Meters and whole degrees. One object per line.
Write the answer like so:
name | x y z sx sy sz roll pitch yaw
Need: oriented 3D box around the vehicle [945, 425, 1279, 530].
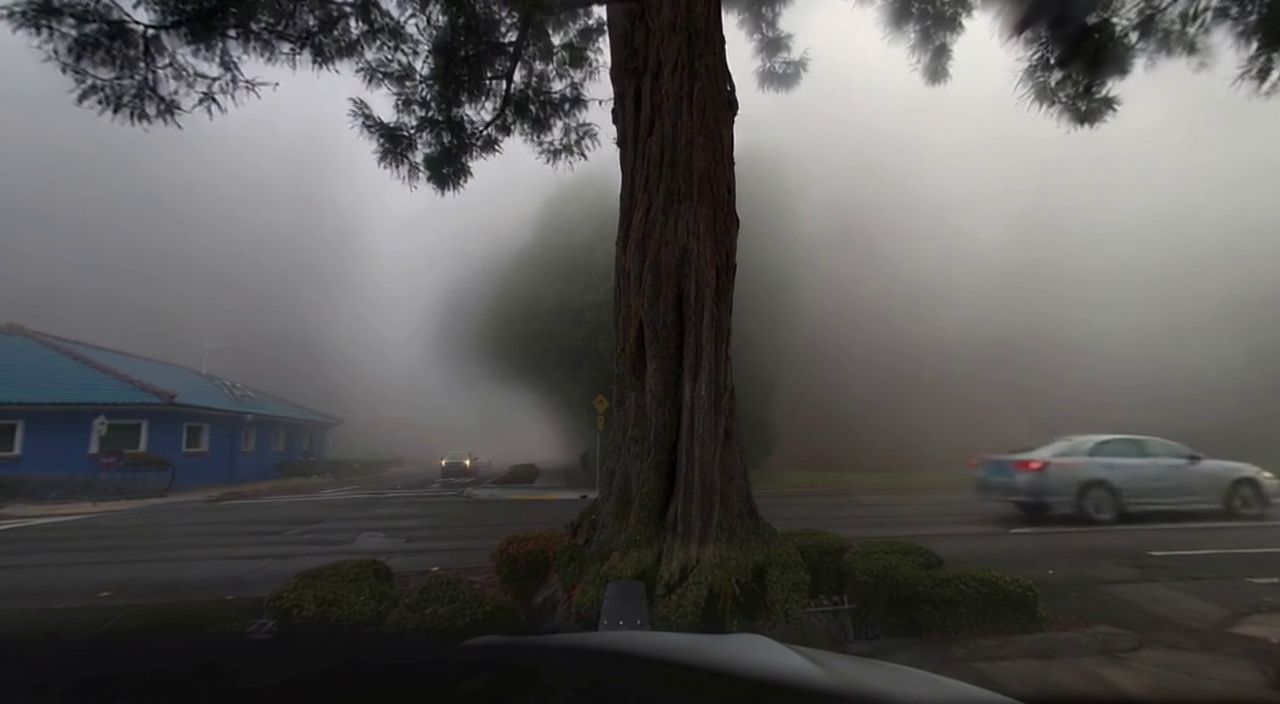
vehicle | 7.707 1.963 10.259 4.426 1.451 2.124 1 -9 -7
